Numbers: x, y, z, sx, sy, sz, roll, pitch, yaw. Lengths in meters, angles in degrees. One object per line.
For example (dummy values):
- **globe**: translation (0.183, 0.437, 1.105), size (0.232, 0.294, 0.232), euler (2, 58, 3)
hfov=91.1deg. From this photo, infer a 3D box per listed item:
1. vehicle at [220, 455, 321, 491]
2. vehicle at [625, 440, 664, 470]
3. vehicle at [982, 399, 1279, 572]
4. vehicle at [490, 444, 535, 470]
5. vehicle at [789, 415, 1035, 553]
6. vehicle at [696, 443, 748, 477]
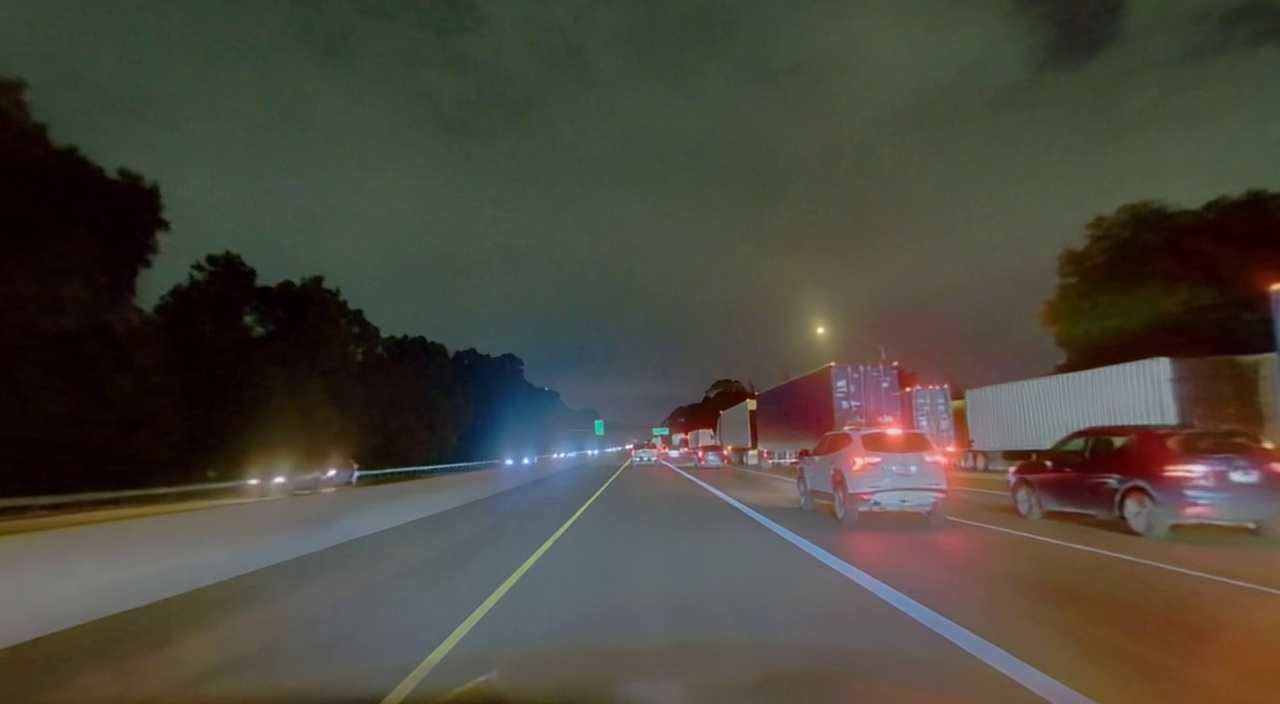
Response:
- **vehicle**: translation (-16.915, 5.536, 29.037), size (1.906, 1.453, 4.484), euler (0, -8, 1)
- **vehicle**: translation (0.310, 6.442, 39.374), size (2.313, 1.736, 4.215), euler (0, -8, 1)
- **vehicle**: translation (7.322, 1.769, 9.140), size (1.985, 1.835, 4.681), euler (0, -8, -1)
- **vehicle**: translation (-9.396, 7.774, 46.702), size (2.273, 1.821, 4.811), euler (0, -8, 1)
- **vehicle**: translation (3.885, 1.945, 9.940), size (1.972, 1.693, 4.139), euler (0, -8, -1)
- **vehicle**: translation (3.960, 5.289, 31.104), size (1.888, 1.501, 4.608), euler (0, -8, -1)
